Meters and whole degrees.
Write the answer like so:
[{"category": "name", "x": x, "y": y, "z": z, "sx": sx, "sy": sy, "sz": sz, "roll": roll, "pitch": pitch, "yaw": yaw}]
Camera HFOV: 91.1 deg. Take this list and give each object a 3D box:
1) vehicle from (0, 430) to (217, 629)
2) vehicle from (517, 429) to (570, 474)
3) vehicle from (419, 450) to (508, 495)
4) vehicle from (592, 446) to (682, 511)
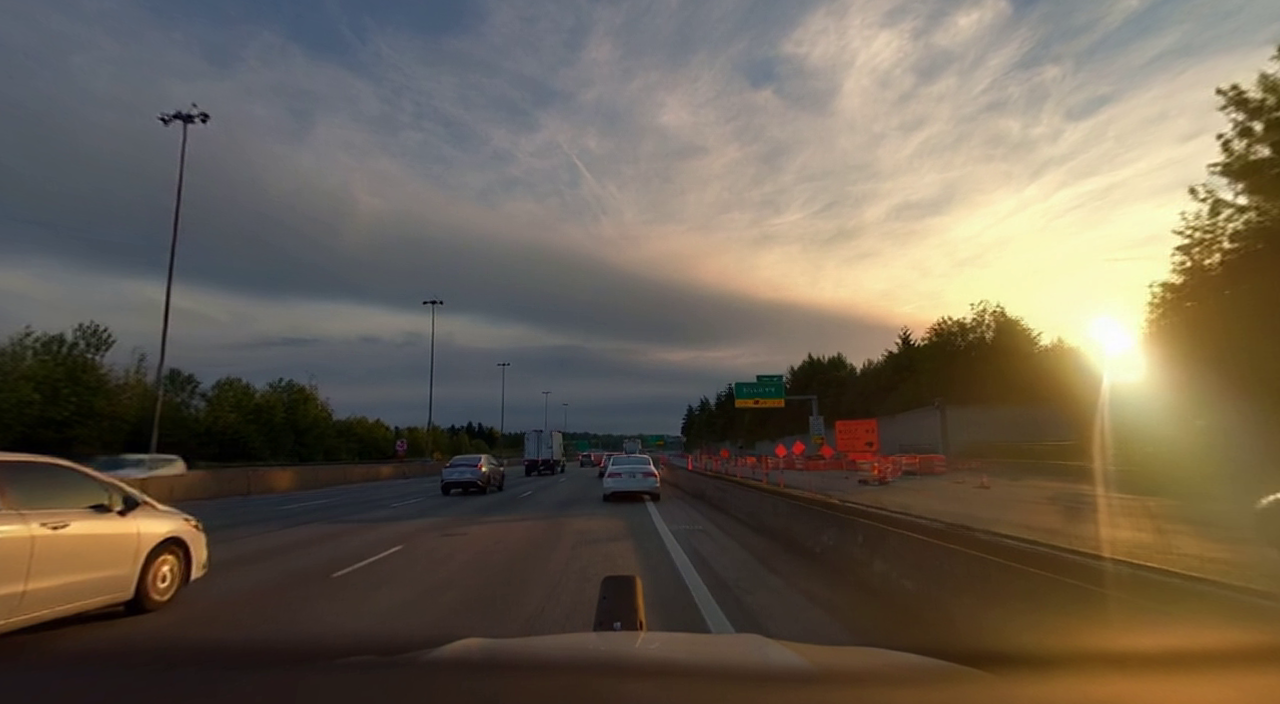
[{"category": "vehicle", "x": -5.769, "y": 1.363, "z": 4.868, "sx": 1.892, "sy": 1.481, "sz": 4.573, "roll": 0, "pitch": -9, "yaw": -2}, {"category": "vehicle", "x": -6.189, "y": 6.516, "z": 41.222, "sx": 2.326, "sy": 2.645, "sz": 6.249, "roll": -1, "pitch": -9, "yaw": 2}, {"category": "vehicle", "x": -6.172, "y": 4.236, "z": 22.481, "sx": 2.063, "sy": 1.417, "sz": 4.000, "roll": 0, "pitch": -9, "yaw": -1}, {"category": "vehicle", "x": -0.103, "y": 3.206, "z": 16.363, "sx": 2.080, "sy": 1.451, "sz": 3.512, "roll": 0, "pitch": -9, "yaw": -1}]
